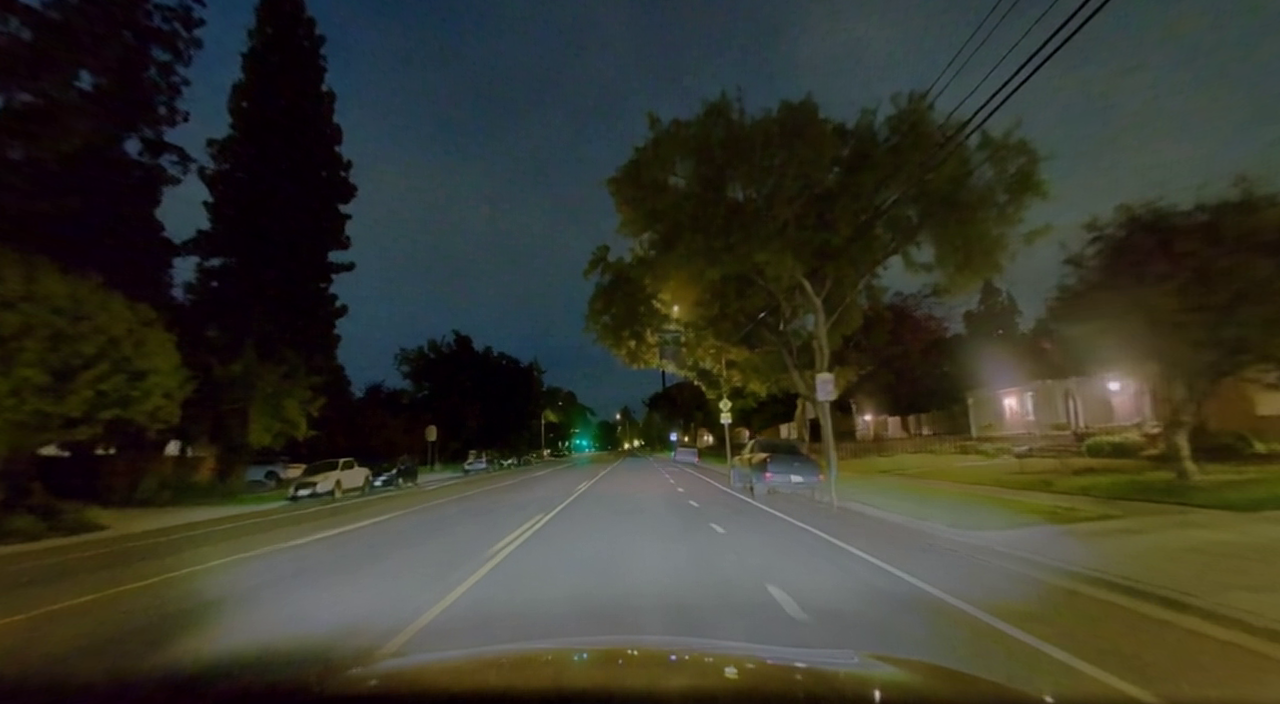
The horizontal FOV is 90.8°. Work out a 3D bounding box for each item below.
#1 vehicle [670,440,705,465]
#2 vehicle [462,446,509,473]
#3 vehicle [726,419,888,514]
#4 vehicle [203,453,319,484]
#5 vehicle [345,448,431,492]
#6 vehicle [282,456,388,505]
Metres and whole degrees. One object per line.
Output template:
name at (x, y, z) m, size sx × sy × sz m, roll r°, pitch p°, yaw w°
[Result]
vehicle at (3.585, 7.726, 48.822) m, size 2.176 × 1.793 × 5.534 m, roll 0°, pitch -9°, yaw -1°
vehicle at (-11.190, 7.791, 46.064) m, size 2.293 × 1.836 × 4.586 m, roll 0°, pitch -8°, yaw -1°
vehicle at (3.837, 2.793, 15.981) m, size 2.319 × 1.938 × 5.961 m, roll 0°, pitch -9°, yaw -2°
vehicle at (-19.387, 5.956, 32.480) m, size 4.569 × 1.498 × 2.072 m, roll 0°, pitch -9°, yaw 0°
vehicle at (-11.108, 5.188, 28.267) m, size 1.981 × 1.790 × 4.682 m, roll 0°, pitch -9°, yaw -2°
vehicle at (-11.090, 4.657, 23.380) m, size 1.815 × 1.532 × 4.517 m, roll 0°, pitch -9°, yaw -2°
